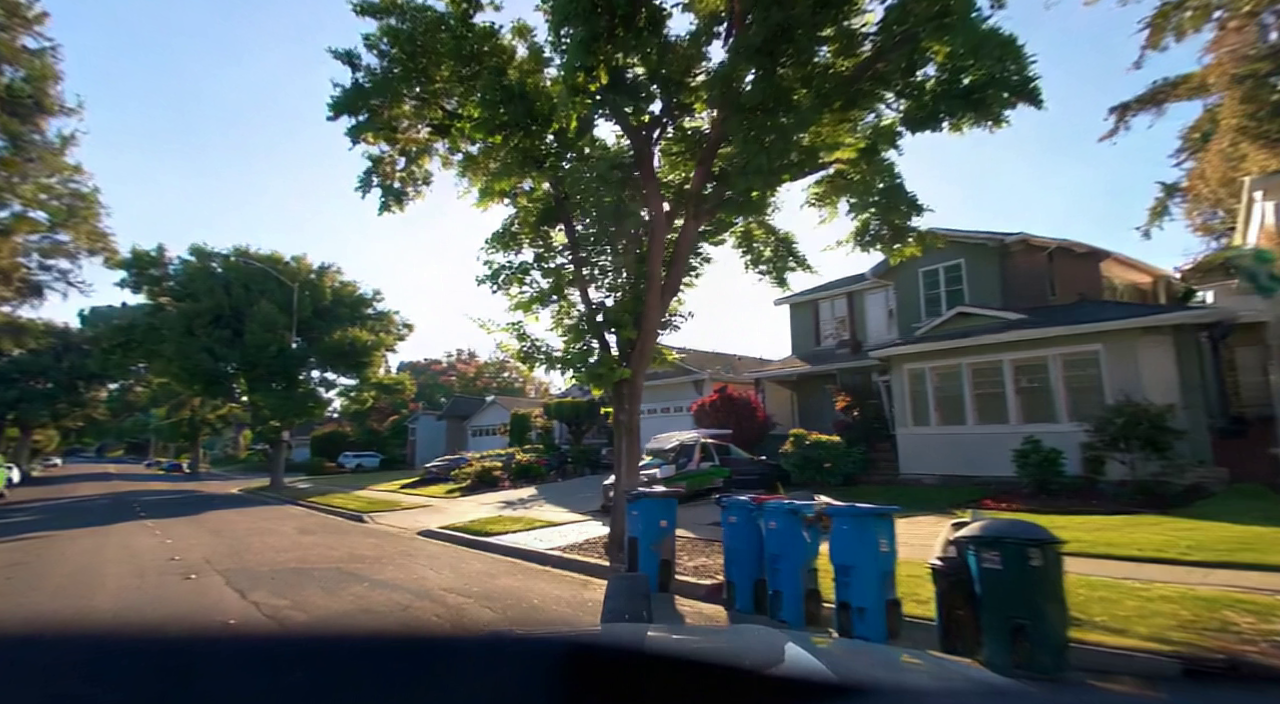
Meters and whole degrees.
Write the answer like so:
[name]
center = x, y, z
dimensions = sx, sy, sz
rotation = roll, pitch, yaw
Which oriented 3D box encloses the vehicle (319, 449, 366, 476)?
[vehicle]
center = -22.139, 8.174, 46.854
dimensions = 1.936, 1.687, 4.714
rotation = 4, -8, -40
